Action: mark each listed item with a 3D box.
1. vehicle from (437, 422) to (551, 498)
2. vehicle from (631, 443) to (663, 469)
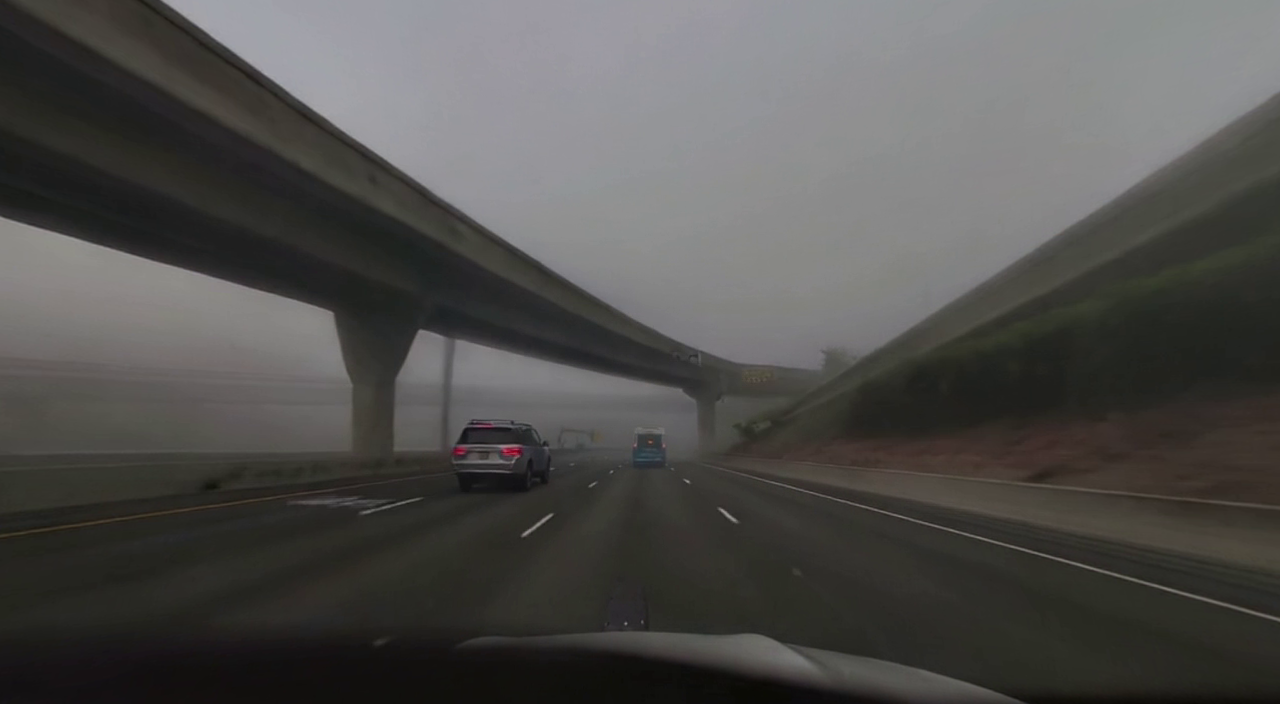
[{"bbox_3d":[-4.076,3.132,18.560,2.147,1.918,4.834,0,-9,1],"label":"vehicle"},{"bbox_3d":[0.467,7.135,43.481,2.052,1.711,4.223,0,-9,0],"label":"vehicle"}]
